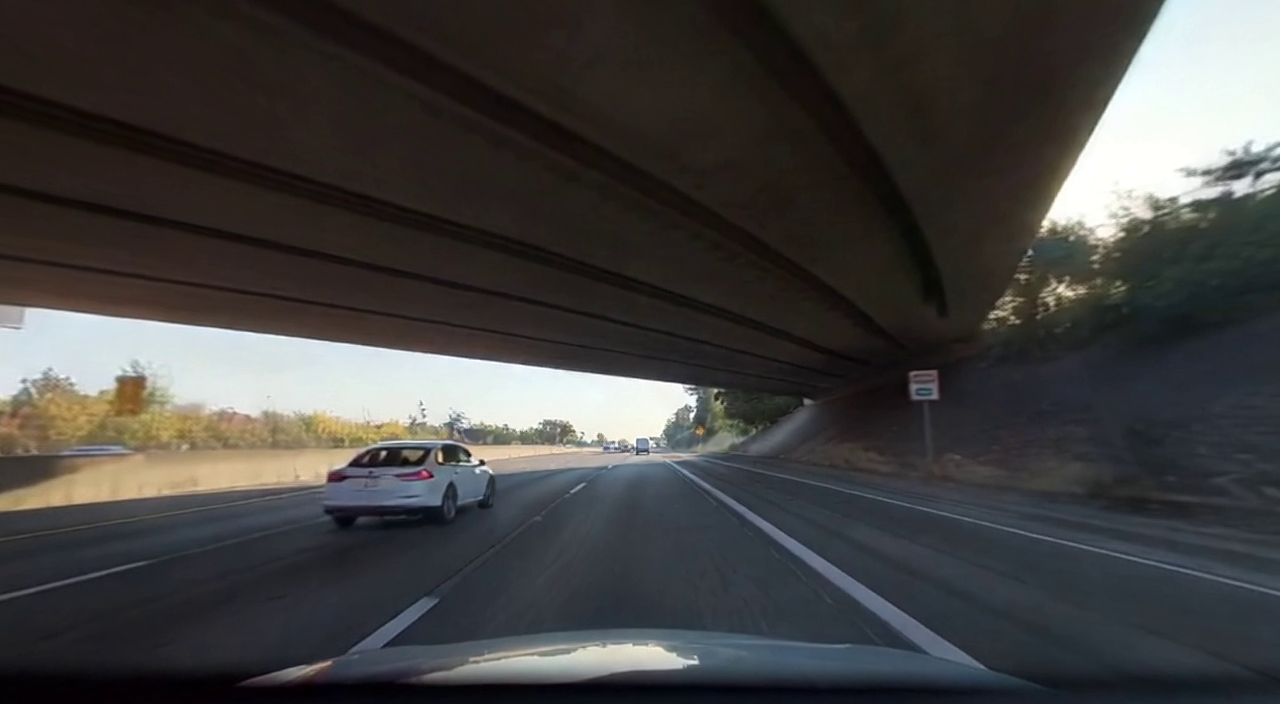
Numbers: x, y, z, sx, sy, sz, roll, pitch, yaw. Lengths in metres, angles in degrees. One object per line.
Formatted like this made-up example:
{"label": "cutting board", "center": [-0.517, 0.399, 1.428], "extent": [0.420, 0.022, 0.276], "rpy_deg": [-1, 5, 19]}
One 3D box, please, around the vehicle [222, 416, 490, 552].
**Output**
{"label": "vehicle", "center": [-3.824, 1.832, 9.460], "extent": [2.012, 1.570, 4.126], "rpy_deg": [0, -8, 1]}
